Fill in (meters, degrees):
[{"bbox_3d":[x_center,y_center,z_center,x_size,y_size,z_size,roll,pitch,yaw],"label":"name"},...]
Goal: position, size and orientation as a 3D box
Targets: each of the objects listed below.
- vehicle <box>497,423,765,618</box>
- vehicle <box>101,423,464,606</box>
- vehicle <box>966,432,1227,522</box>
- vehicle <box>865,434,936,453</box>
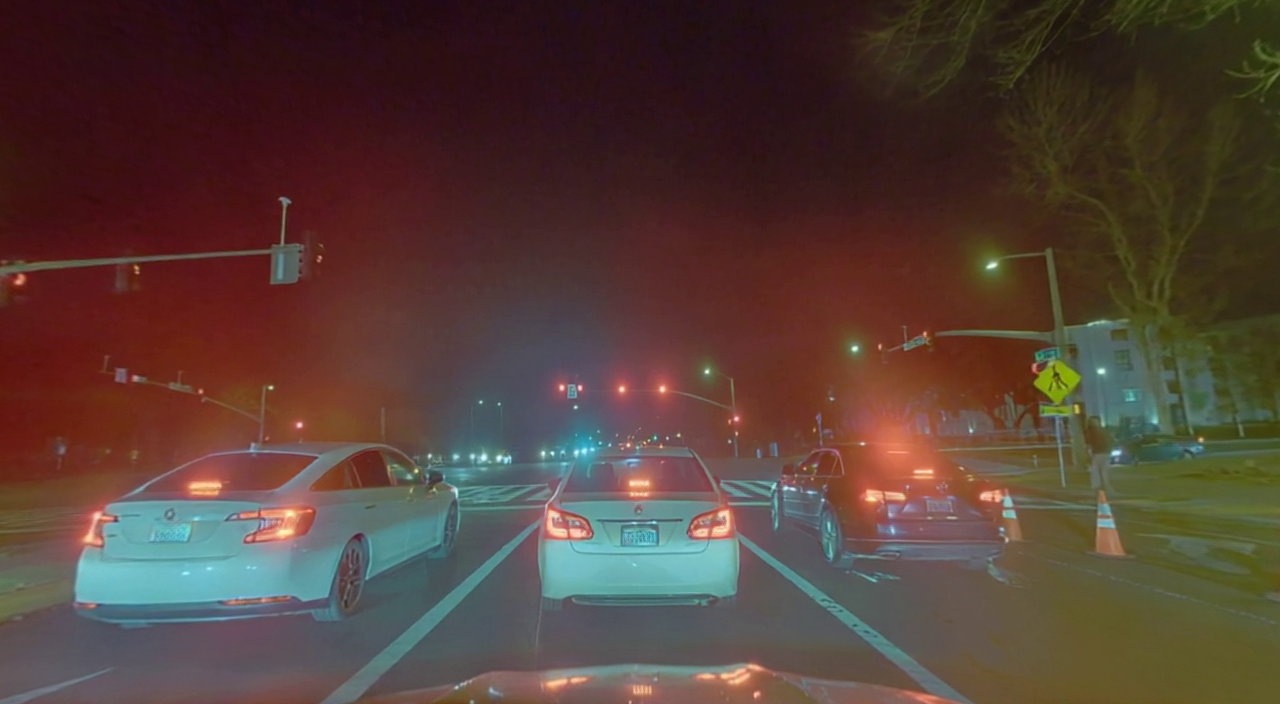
[{"bbox_3d":[-0.113,1.625,7.093,2.061,1.486,4.332,0,-8,-1],"label":"vehicle"},{"bbox_3d":[-3.600,1.676,7.390,1.863,1.526,4.006,0,-8,1],"label":"vehicle"},{"bbox_3d":[9.375,2.578,13.595,1.957,1.576,4.670,0,-9,-3],"label":"vehicle"},{"bbox_3d":[20.614,7.255,49.909,4.827,1.484,1.883,0,-9,0],"label":"vehicle"}]
